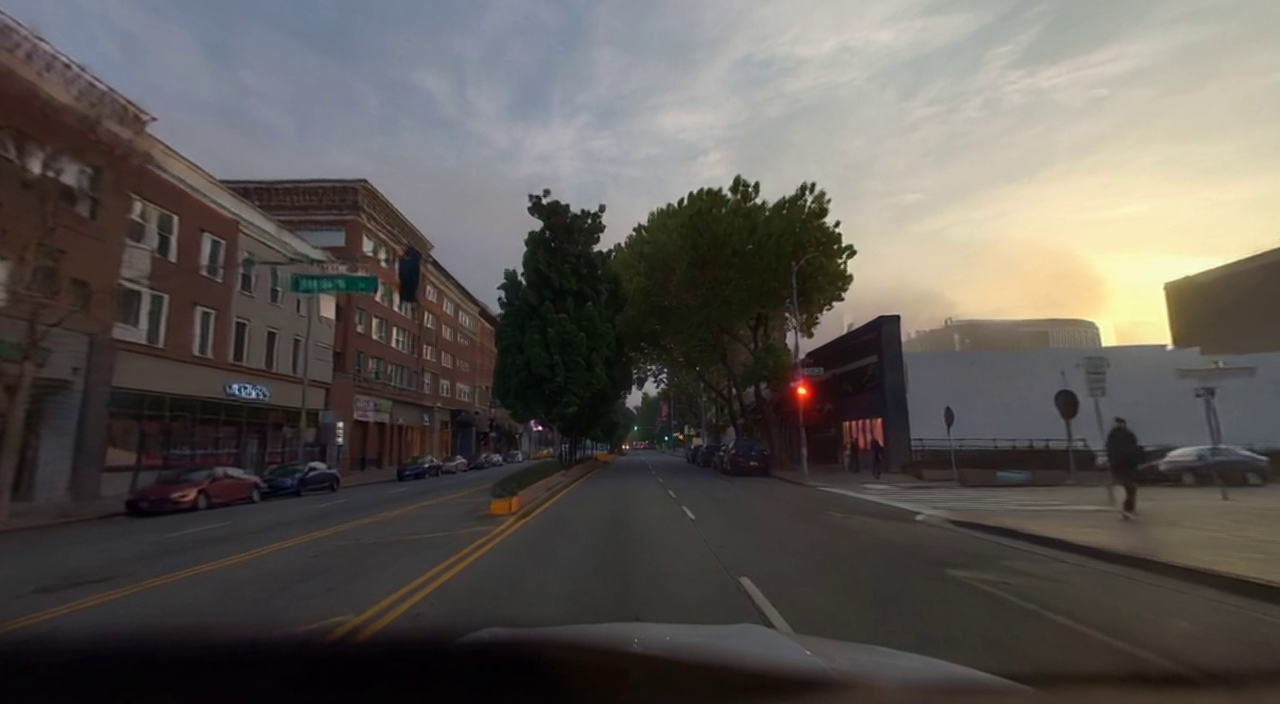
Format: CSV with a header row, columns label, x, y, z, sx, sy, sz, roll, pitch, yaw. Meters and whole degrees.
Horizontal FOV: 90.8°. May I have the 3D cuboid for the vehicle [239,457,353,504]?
label,x,y,z,sx,sy,sz,roll,pitch,yaw
vehicle,-12.462,4.655,23.247,1.842,1.461,4.371,0,-9,-2

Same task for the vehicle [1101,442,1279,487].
label,x,y,z,sx,sy,sz,roll,pitch,yaw
vehicle,19.251,3.898,22.061,4.647,1.476,2.034,0,-9,0

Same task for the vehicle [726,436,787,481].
label,x,y,z,sx,sy,sz,roll,pitch,yaw
vehicle,5.538,5.132,30.636,2.010,1.943,4.319,-2,-9,-1

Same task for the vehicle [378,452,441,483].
label,x,y,z,sx,sy,sz,roll,pitch,yaw
vehicle,-12.498,6.276,34.494,1.804,1.533,4.121,0,-9,1

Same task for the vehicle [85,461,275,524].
label,x,y,z,sx,sy,sz,roll,pitch,yaw
vehicle,-12.663,3.860,17.861,1.945,1.451,4.522,0,-9,0
